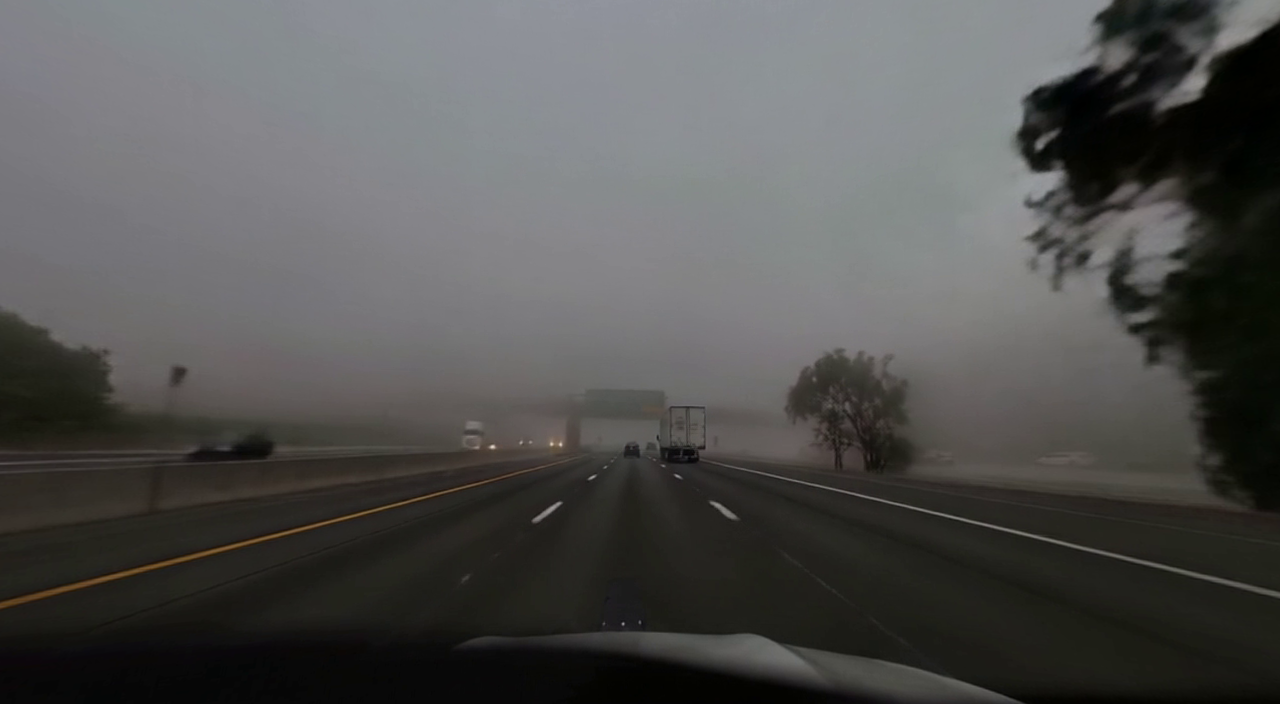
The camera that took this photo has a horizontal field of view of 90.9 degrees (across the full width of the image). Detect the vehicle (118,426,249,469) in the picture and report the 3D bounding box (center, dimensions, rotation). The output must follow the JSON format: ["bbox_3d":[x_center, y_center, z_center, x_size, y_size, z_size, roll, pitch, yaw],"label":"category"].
[{"bbox_3d":[-18.132,3.842,25.356,1.888,1.570,4.568,0,-9,-1],"label":"vehicle"}]
